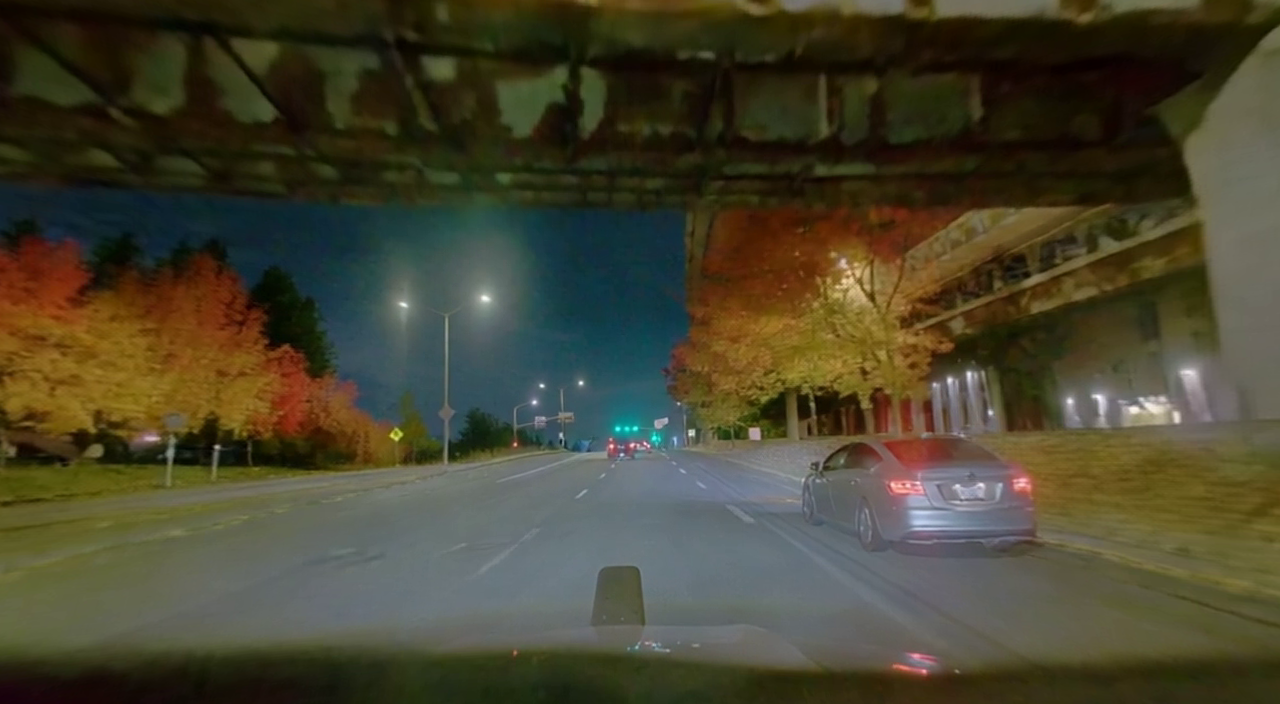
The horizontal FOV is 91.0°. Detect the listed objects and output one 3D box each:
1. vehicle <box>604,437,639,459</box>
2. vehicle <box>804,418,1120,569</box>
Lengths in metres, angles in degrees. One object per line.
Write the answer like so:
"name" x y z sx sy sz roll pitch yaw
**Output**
"vehicle" -1.350 6.748 44.151 2.055 1.484 4.143 1 -9 -7
"vehicle" 3.900 1.802 8.761 2.063 1.542 4.420 0 -9 0
